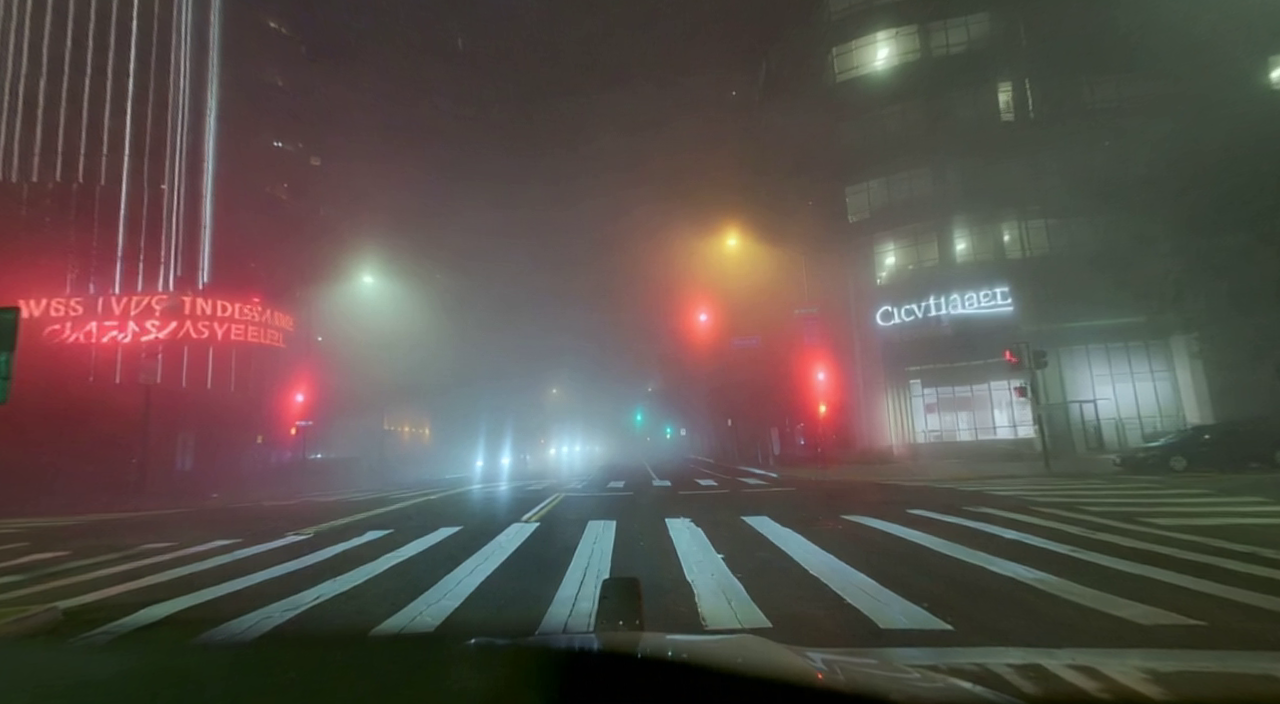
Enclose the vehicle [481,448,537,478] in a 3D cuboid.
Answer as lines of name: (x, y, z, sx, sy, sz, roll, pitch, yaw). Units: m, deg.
vehicle: (-6.932, 5.908, 33.892, 1.893, 1.451, 4.276, -1, -9, 3)
